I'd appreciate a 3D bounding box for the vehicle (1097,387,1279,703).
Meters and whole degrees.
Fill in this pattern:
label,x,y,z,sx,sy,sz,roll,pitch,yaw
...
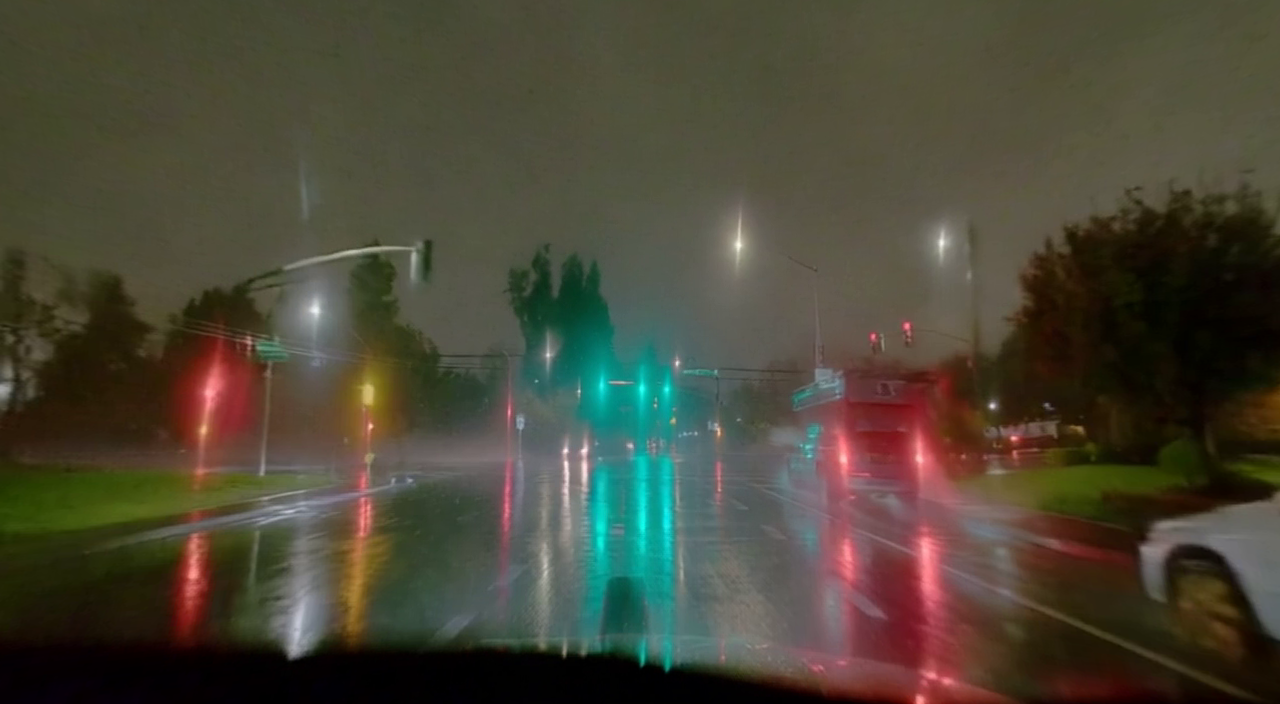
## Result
label,x,y,z,sx,sy,sz,roll,pitch,yaw
vehicle,4.560,0.891,2.313,2.202,1.712,4.813,0,-8,1

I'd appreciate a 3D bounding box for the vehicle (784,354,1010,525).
label,x,y,z,sx,sy,sz,roll,pitch,yaw
vehicle,4.780,1.772,12.851,2.398,2.806,4.857,0,-8,-1

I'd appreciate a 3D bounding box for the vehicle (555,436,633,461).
label,x,y,z,sx,sy,sz,roll,pitch,yaw
vehicle,-2.817,5.976,39.044,4.606,1.452,1.917,-1,-8,3
